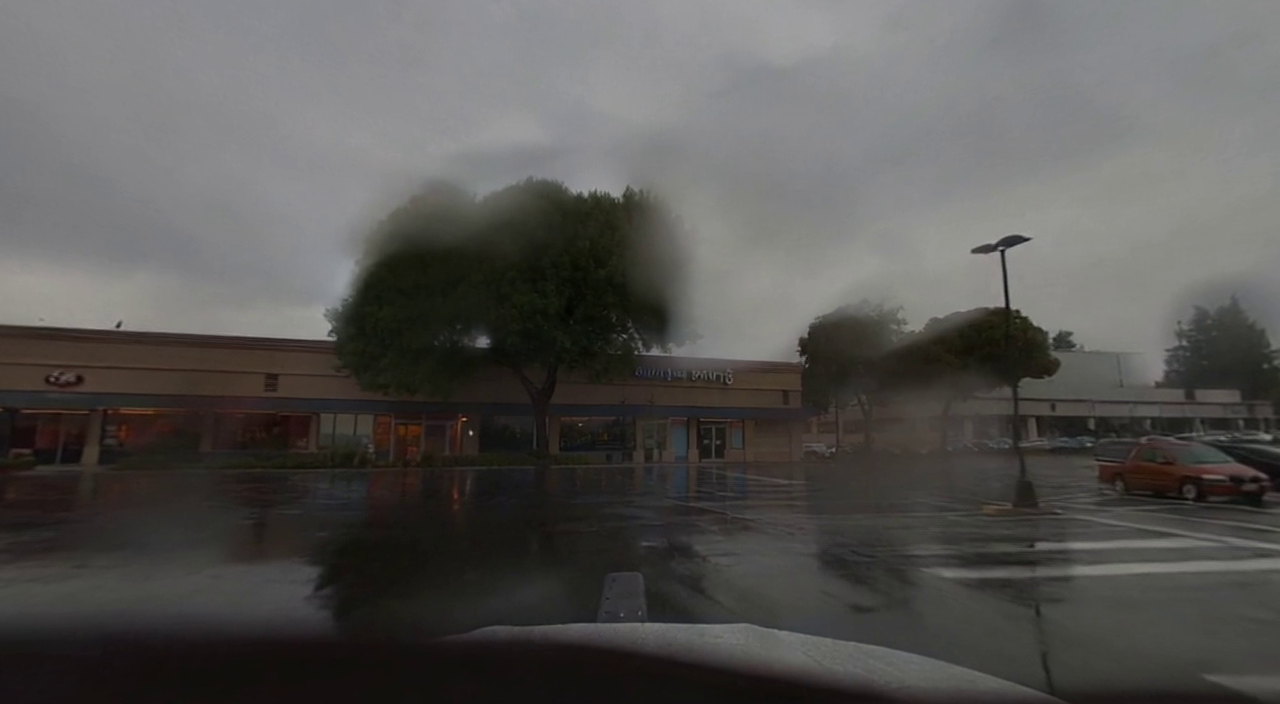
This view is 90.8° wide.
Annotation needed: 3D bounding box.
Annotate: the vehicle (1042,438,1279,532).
[{"bbox_3d":[11.032,2.517,12.670,2.140,1.507,4.856,1,-9,-11],"label":"vehicle"}]
